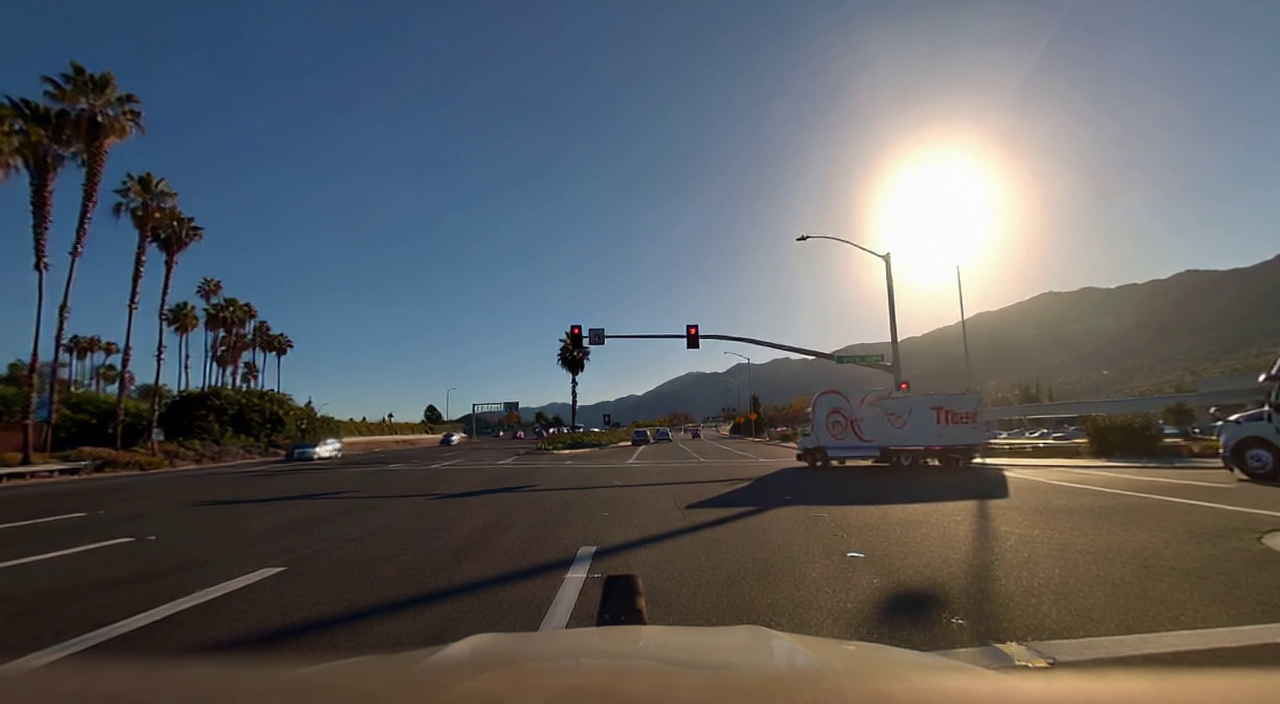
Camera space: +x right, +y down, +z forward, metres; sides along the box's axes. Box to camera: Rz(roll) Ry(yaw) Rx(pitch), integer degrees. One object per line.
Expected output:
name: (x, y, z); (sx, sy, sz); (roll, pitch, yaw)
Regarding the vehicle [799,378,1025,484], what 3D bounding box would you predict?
vehicle: (10.118, 3.050, 23.809); (7.088, 3.414, 3.237); (-6, -11, 37)
